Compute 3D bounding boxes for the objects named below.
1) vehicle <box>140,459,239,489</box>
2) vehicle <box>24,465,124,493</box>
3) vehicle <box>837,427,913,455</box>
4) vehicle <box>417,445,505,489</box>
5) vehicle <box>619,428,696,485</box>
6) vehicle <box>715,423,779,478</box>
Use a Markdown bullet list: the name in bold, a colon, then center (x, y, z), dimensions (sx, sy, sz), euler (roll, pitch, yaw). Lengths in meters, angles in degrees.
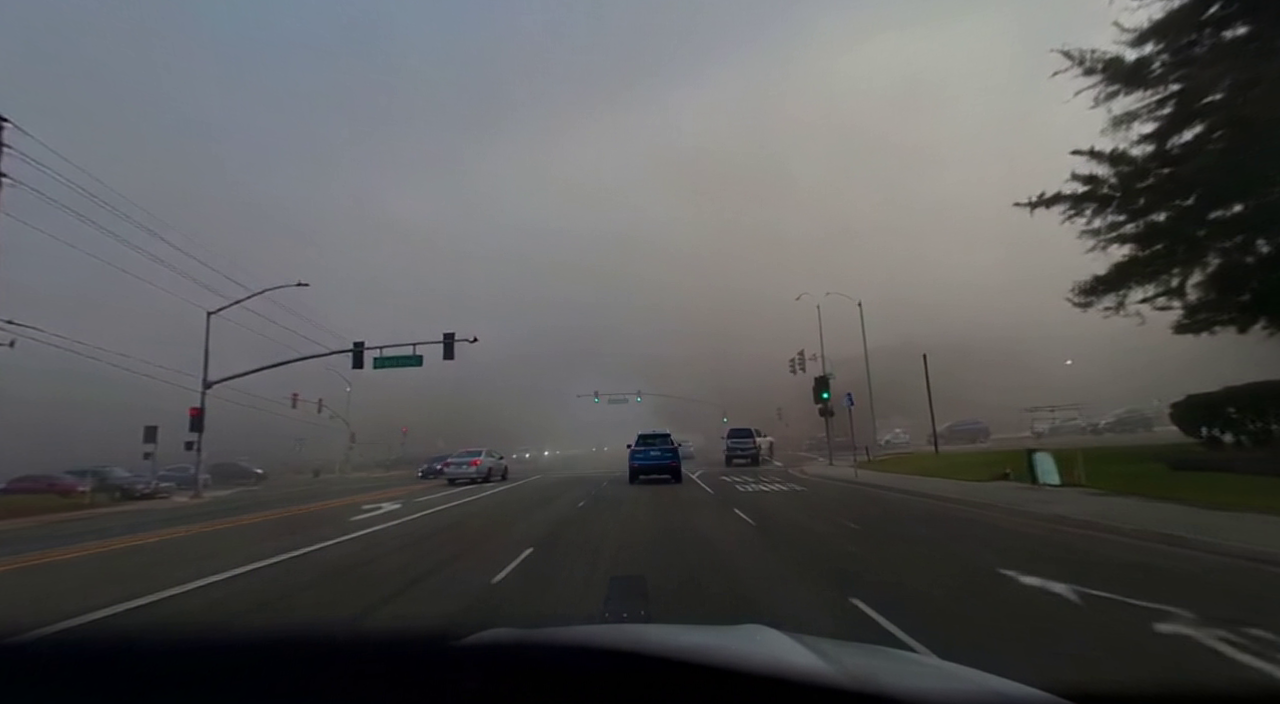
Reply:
- **vehicle**: center (-29.707, 8.037, 41.695), dimensions (4.890, 1.806, 2.205), euler (0, -8, 2)
- **vehicle**: center (-37.698, 8.428, 42.064), dimensions (4.839, 1.742, 1.993), euler (-1, -8, 4)
- **vehicle**: center (15.331, 5.813, 41.186), dimensions (4.386, 1.760, 2.228), euler (4, -9, -29)
- **vehicle**: center (-6.535, 4.223, 23.630), dimensions (1.966, 1.461, 4.422), euler (0, -8, 0)
- **vehicle**: center (0.565, 3.803, 23.272), dimensions (2.513, 1.854, 5.235), euler (0, -8, 0)
- **vehicle**: center (4.677, 4.294, 27.727), dimensions (2.452, 2.148, 5.877), euler (-1, -8, 9)
